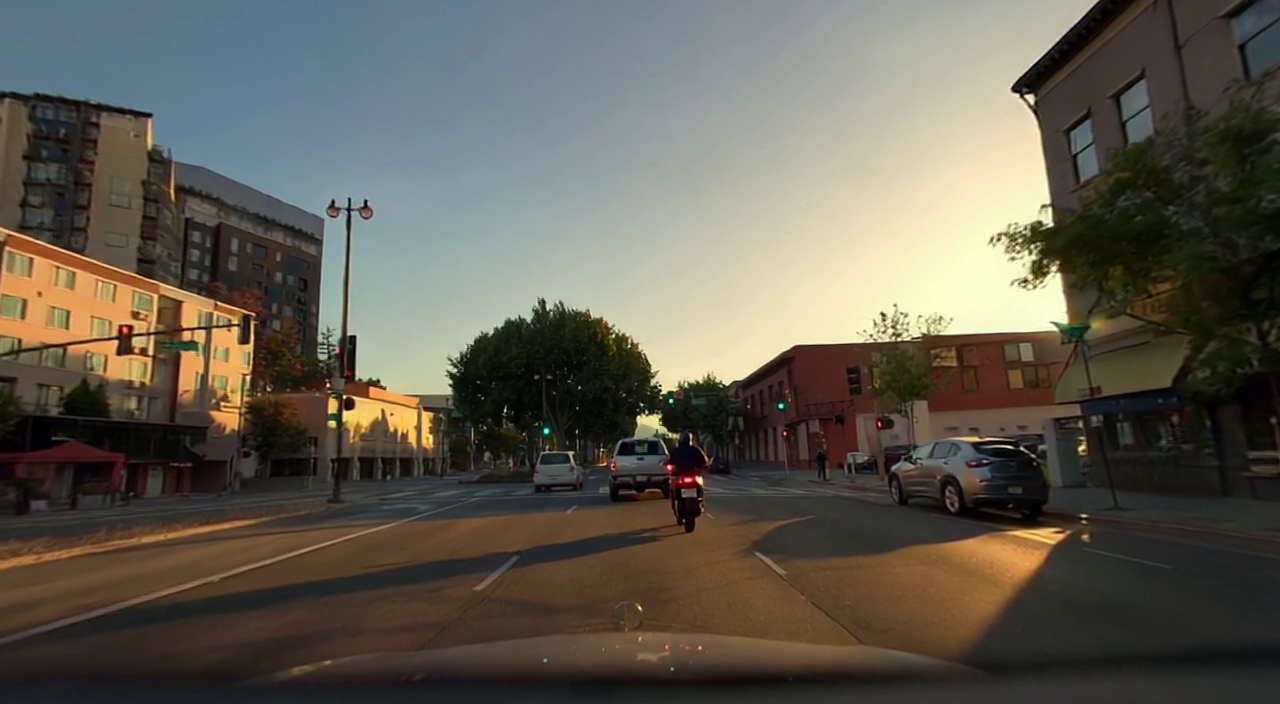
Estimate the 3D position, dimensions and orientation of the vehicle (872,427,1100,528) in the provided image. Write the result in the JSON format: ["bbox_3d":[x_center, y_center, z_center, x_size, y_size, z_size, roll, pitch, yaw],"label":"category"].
[{"bbox_3d":[7.166,2.633,13.918,2.018,1.772,4.968,0,-9,-2],"label":"vehicle"}]

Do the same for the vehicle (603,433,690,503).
[{"bbox_3d":[0.170,3.305,18.469,2.223,1.775,4.250,0,-8,0],"label":"vehicle"}]

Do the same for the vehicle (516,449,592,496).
[{"bbox_3d":[-2.986,4.287,22.952,2.014,1.470,4.552,0,-8,1],"label":"vehicle"}]
